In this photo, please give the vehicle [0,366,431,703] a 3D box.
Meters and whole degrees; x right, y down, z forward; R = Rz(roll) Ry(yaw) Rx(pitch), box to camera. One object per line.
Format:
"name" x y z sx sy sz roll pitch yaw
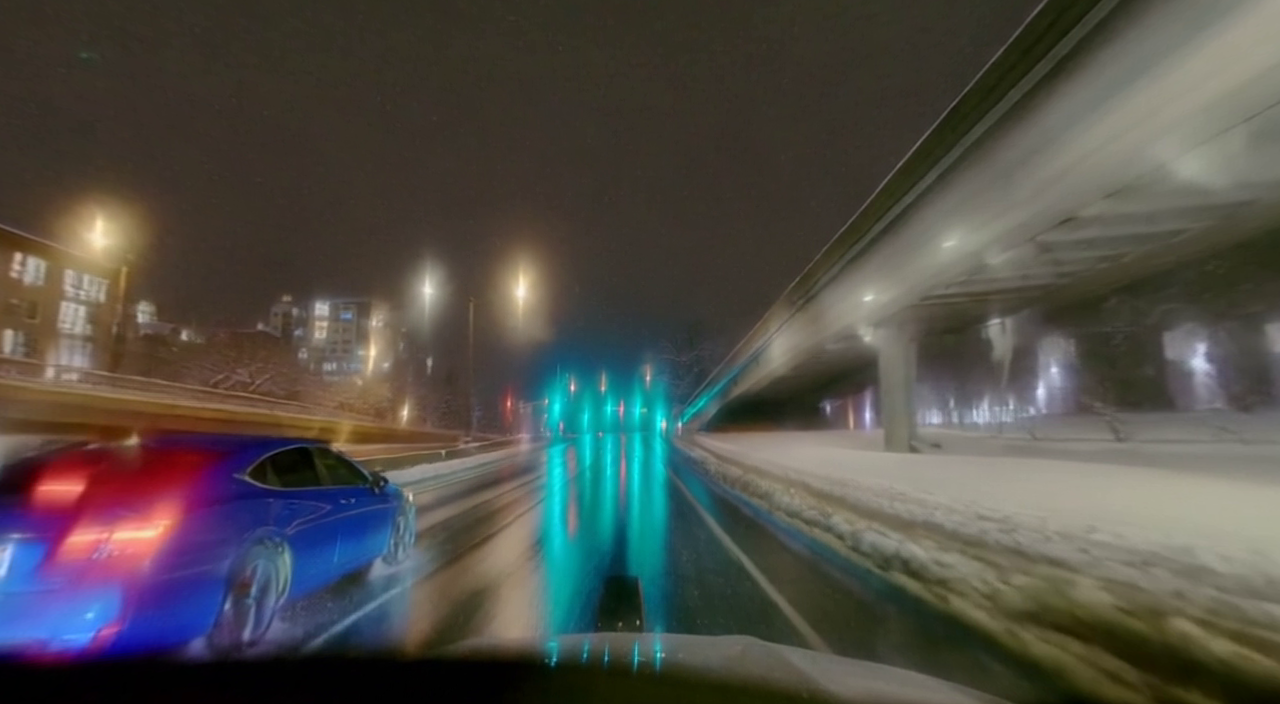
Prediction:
"vehicle" -3.088 1.075 3.955 2.041 1.470 4.290 0 -9 1
